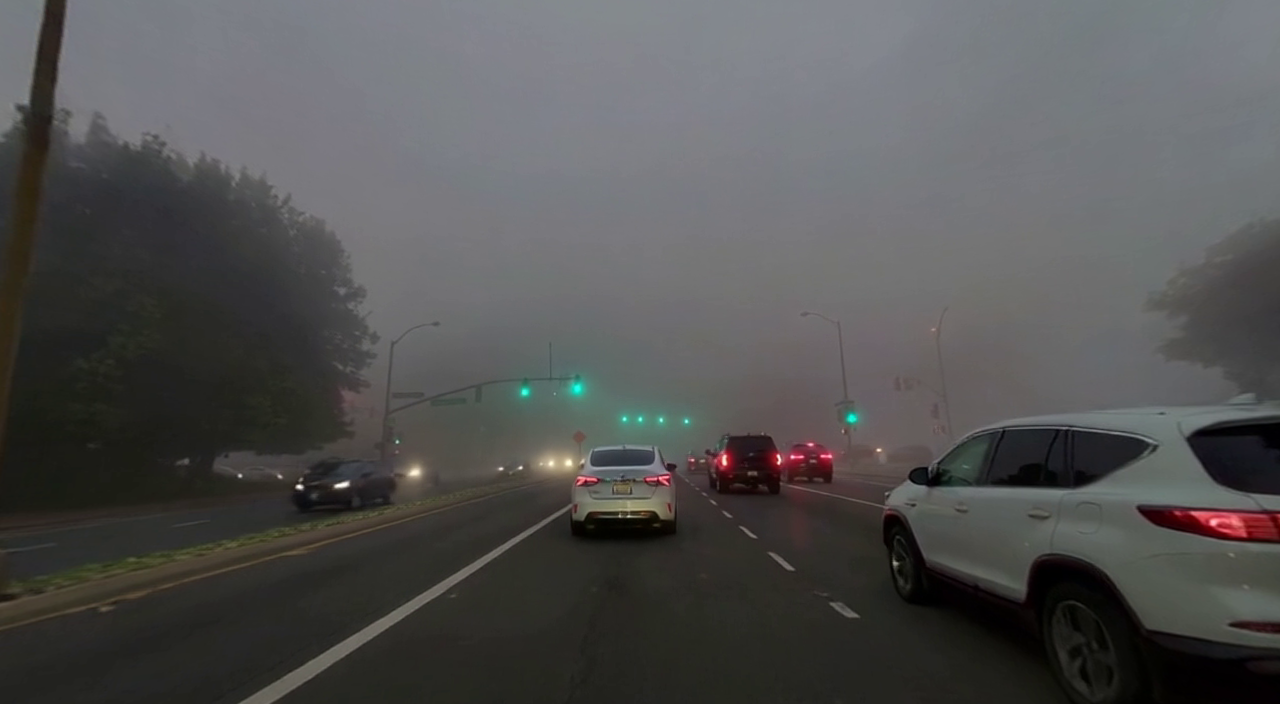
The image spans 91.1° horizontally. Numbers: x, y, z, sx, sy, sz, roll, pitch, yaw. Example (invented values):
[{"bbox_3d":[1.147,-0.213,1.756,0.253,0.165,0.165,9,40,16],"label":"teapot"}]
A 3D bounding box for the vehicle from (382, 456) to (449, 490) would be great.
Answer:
[{"bbox_3d":[-12.203,6.567,34.432,1.944,1.638,4.496,0,-9,1],"label":"vehicle"}]

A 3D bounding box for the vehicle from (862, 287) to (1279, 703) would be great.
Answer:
[{"bbox_3d":[3.355,1.043,4.475,1.982,1.960,4.427,0,-9,1],"label":"vehicle"}]

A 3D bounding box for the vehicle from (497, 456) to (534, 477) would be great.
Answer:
[{"bbox_3d":[-9.416,8.694,47.815,1.933,1.469,4.516,0,-9,-1],"label":"vehicle"}]

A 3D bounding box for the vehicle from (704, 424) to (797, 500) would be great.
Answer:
[{"bbox_3d":[3.923,4.055,23.583,2.516,2.481,5.766,0,-9,1],"label":"vehicle"}]

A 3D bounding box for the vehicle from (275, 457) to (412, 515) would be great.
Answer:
[{"bbox_3d":[-8.933,4.028,19.399,2.050,1.498,4.238,0,-9,2],"label":"vehicle"}]

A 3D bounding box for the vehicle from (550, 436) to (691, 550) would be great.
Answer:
[{"bbox_3d":[-0.250,2.414,11.471,2.111,1.676,4.018,0,-9,1],"label":"vehicle"}]

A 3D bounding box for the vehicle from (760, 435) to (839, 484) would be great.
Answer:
[{"bbox_3d":[7.798,5.310,31.346,2.627,2.252,5.236,0,-9,1],"label":"vehicle"}]
